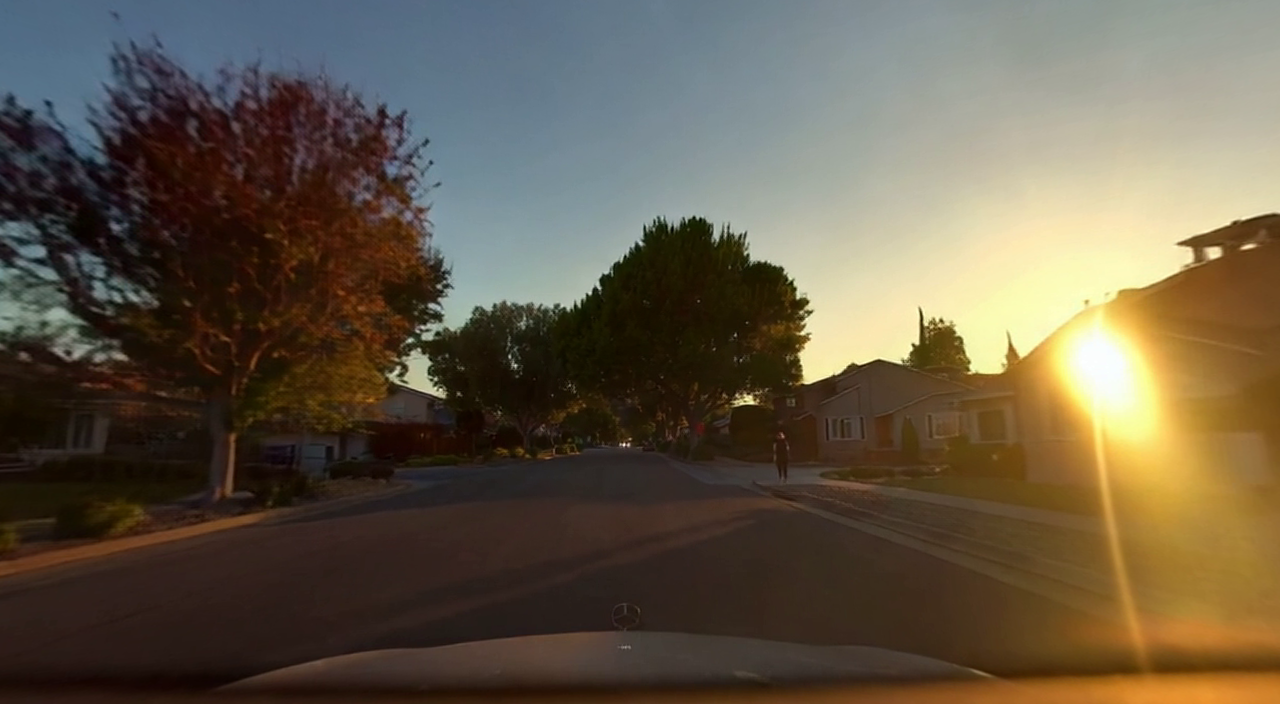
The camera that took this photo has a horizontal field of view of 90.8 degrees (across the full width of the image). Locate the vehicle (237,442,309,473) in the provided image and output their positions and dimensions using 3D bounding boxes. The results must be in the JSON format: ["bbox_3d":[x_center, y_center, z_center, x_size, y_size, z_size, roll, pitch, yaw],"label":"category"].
[{"bbox_3d":[-25.429,7.346,43.967,2.004,1.856,4.934,-4,-9,1],"label":"vehicle"}]
